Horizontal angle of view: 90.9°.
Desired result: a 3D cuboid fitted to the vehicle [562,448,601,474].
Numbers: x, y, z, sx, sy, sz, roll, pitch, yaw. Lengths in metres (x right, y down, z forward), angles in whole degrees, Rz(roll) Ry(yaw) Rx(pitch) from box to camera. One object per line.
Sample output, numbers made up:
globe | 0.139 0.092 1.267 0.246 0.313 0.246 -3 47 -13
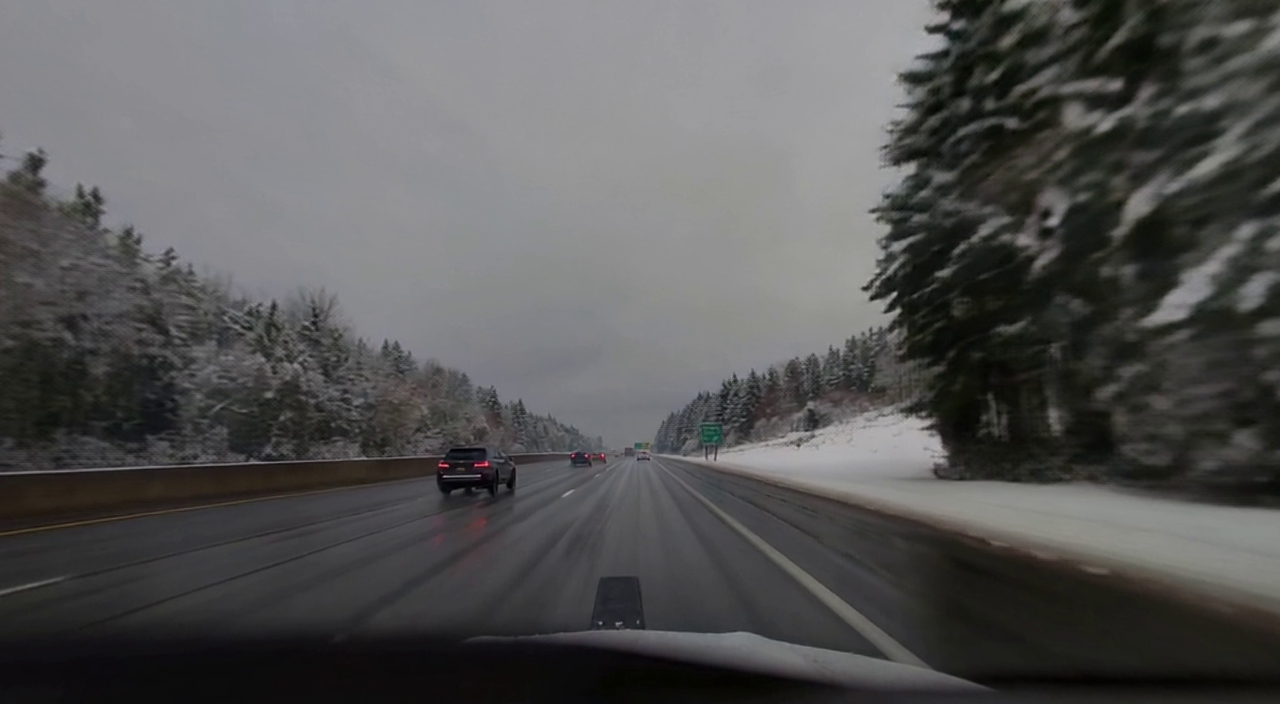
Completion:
vehicle | -3.522 6.663 38.629 2.005 1.474 3.921 0 -9 1

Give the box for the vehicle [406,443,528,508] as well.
vehicle | -4.478 3.276 17.159 1.975 1.501 4.603 0 -9 1
